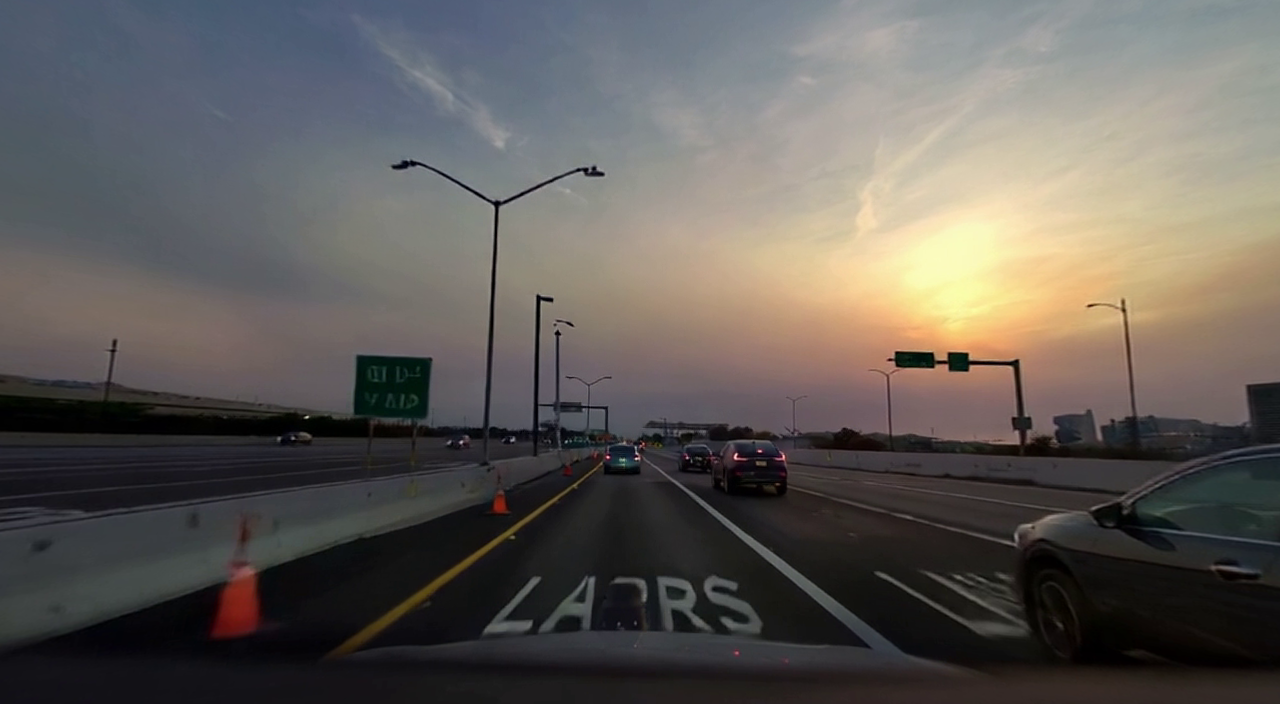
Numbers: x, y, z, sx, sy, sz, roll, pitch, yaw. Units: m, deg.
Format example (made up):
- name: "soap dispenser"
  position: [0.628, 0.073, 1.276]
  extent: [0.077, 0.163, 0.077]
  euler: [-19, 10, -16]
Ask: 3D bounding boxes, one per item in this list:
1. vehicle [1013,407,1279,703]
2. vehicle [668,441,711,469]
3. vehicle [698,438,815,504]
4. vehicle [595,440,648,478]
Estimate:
- name: "vehicle"
  position: [3.280, 0.836, 1.618]
  extent: [1.996, 1.455, 4.281]
  euler: [0, -8, -1]
- name: "vehicle"
  position: [2.779, 5.867, 36.056]
  extent: [1.916, 1.487, 4.117]
  euler: [0, -9, -3]
- name: "vehicle"
  position: [2.799, 2.995, 16.367]
  extent: [2.042, 1.460, 4.451]
  euler: [0, -8, -2]
- name: "vehicle"
  position: [-0.773, 4.501, 26.736]
  extent: [2.069, 1.470, 4.004]
  euler: [0, -8, -1]
